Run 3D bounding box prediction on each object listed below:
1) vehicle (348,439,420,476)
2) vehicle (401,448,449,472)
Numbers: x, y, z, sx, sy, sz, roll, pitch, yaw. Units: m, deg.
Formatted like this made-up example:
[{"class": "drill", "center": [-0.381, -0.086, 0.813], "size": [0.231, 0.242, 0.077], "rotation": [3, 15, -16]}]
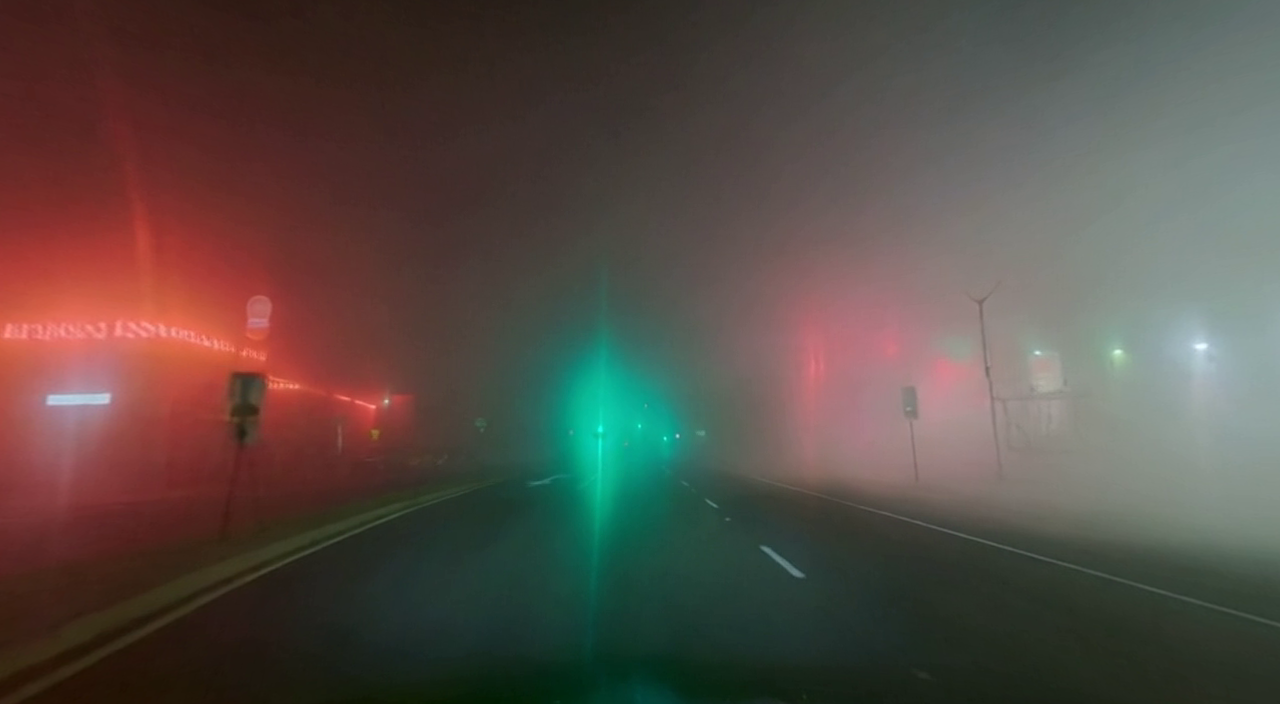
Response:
[{"class": "vehicle", "center": [-15.736, 6.533, 39.218], "size": [2.246, 2.081, 5.416], "rotation": [-1, -9, -1]}, {"class": "vehicle", "center": [-15.681, 7.847, 46.288], "size": [1.892, 1.624, 4.645], "rotation": [0, -8, 0]}]
